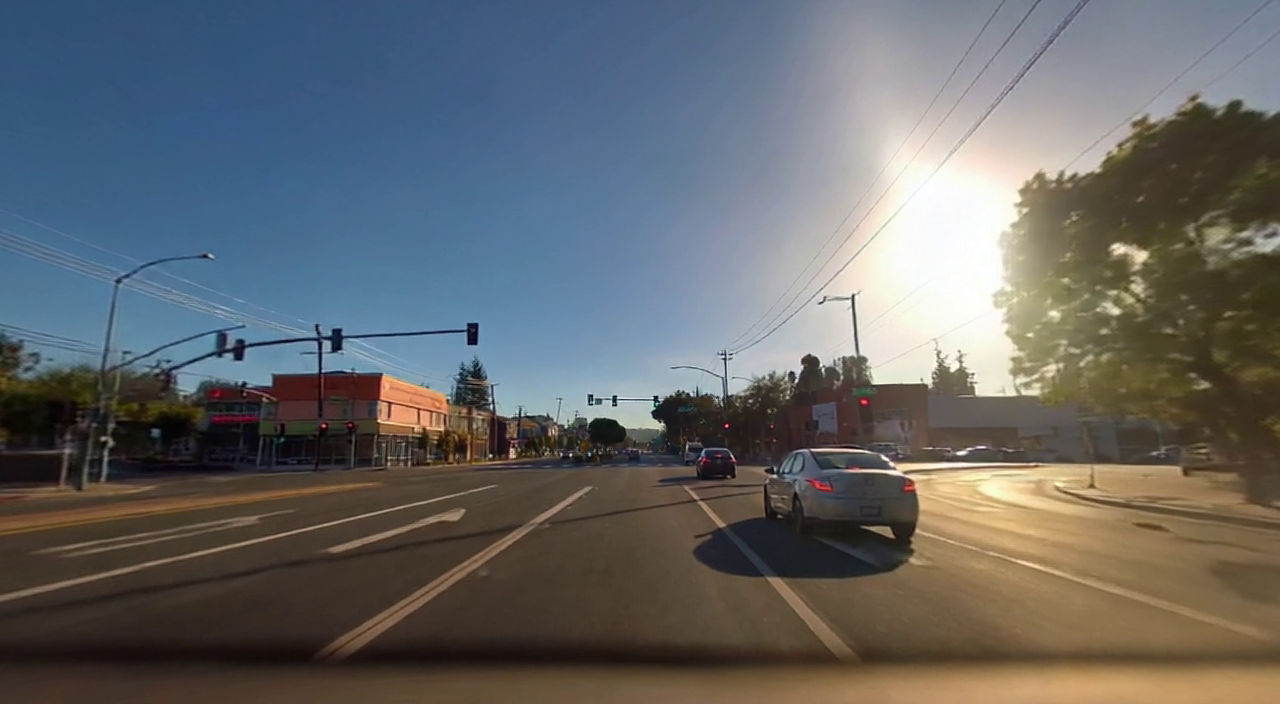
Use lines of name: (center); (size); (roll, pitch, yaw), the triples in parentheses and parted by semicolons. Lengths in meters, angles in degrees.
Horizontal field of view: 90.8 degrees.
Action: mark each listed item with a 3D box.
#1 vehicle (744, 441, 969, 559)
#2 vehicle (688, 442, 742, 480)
vehicle: (3.076, 2.185, 10.160); (2.004, 1.455, 4.417); (0, -9, -1)
vehicle: (3.586, 5.283, 30.792); (2.128, 1.699, 4.222); (0, -8, 0)
